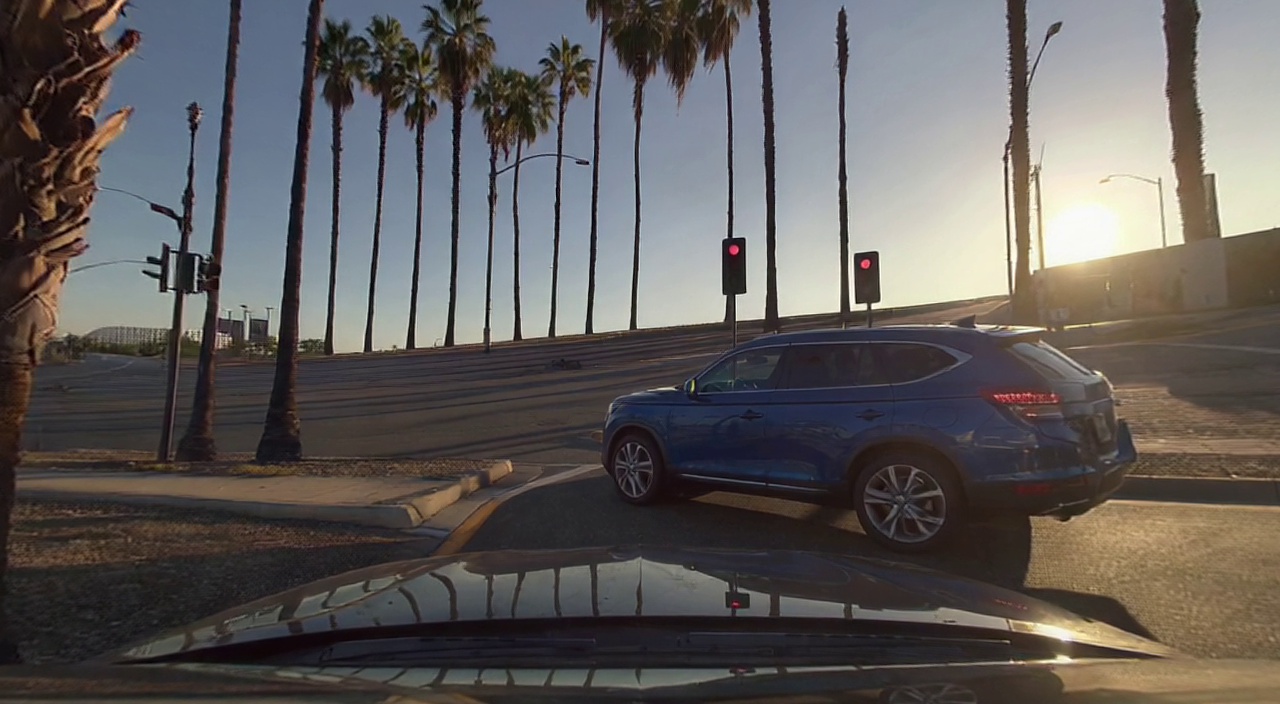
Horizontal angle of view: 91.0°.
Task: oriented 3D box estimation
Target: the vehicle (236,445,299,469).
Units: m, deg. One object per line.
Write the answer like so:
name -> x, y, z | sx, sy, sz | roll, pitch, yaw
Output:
vehicle -> -26.268, 7.418, 44.556 | 1.941, 1.631, 4.017 | 0, -9, 0

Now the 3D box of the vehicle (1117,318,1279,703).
vehicle -> 3.473, 0.515, 0.779 | 2.028, 1.770, 4.737 | 0, -9, 0

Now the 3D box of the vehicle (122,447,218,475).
vehicle -> -26.549, 6.164, 35.757 | 1.830, 1.443, 4.551 | 0, -9, 2
